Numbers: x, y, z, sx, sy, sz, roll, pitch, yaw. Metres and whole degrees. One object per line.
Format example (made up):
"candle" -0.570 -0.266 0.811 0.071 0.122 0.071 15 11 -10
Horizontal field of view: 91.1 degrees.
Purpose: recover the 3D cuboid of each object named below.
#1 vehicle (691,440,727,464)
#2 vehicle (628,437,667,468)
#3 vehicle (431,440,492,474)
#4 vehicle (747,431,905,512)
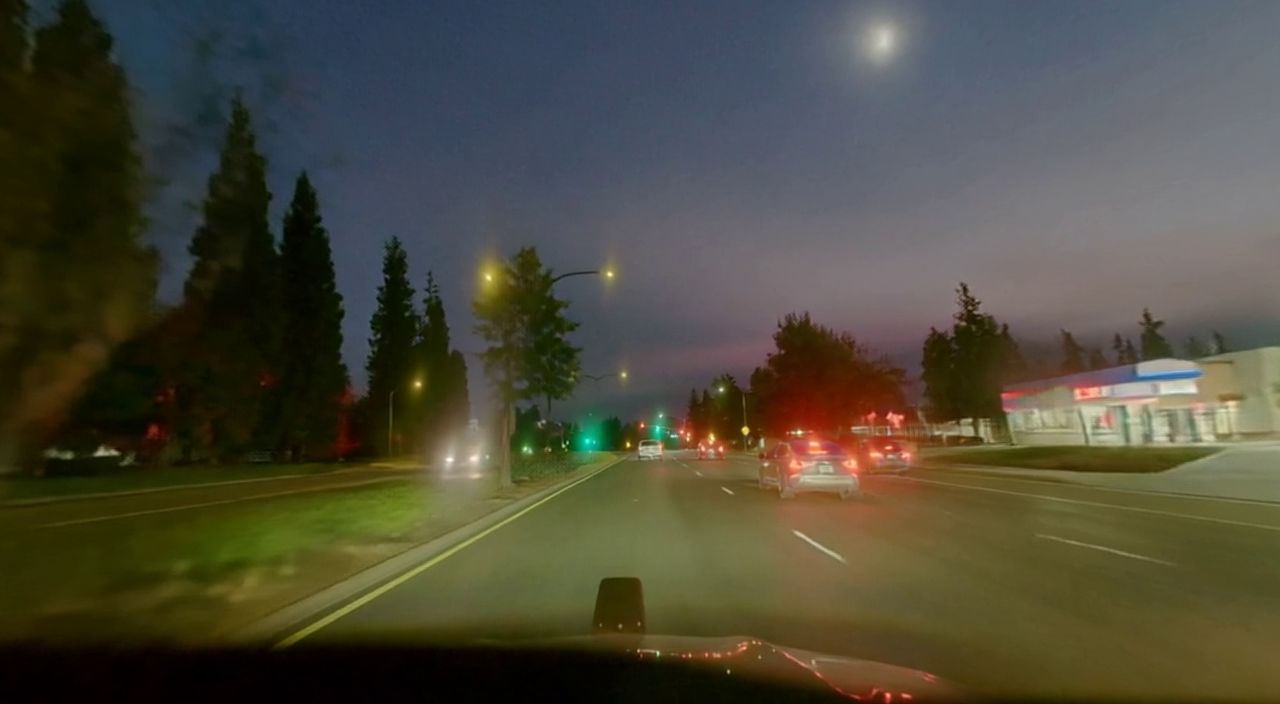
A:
"vehicle" 4.585 6.723 42.344 1.980 1.515 4.362 0 -8 0
"vehicle" 0.489 5.942 37.335 2.172 1.694 4.055 0 -9 1
"vehicle" -9.534 5.622 33.890 2.004 1.683 4.290 0 -9 1
"vehicle" 3.889 2.595 14.151 2.119 1.509 4.756 0 -9 0
